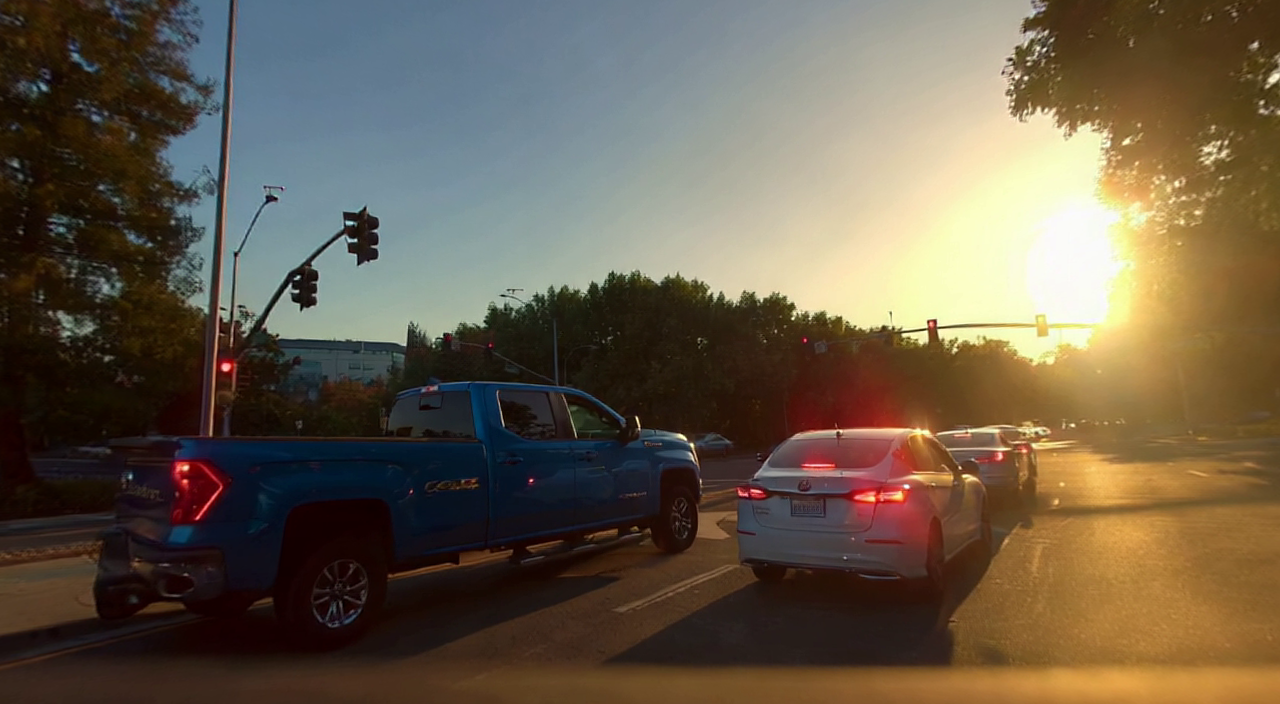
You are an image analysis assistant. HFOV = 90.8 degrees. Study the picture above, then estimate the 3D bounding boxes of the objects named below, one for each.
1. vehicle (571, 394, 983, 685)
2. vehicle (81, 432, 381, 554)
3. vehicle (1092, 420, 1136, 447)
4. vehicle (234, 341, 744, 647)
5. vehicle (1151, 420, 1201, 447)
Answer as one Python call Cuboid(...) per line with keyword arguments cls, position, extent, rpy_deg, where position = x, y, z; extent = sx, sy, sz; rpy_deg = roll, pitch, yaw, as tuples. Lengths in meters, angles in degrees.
Cuboid(cls="vehicle", position=(1.718, 1.378, 5.990), extent=(2.027, 1.549, 4.801), rpy_deg=(-6, -10, 35))
Cuboid(cls="vehicle", position=(-8.347, 2.797, 13.446), extent=(2.174, 2.057, 4.738), rpy_deg=(-6, -10, 33))
Cuboid(cls="vehicle", position=(32.792, 5.677, 43.726), extent=(2.160, 1.790, 4.303), rpy_deg=(-6, -10, 35))
Cuboid(cls="vehicle", position=(-0.877, 1.398, 7.463), extent=(2.272, 2.016, 6.146), rpy_deg=(-5, -10, 27))
Cuboid(cls="vehicle", position=(35.762, 5.479, 42.194), extent=(2.183, 1.714, 4.491), rpy_deg=(-7, -11, 37))
